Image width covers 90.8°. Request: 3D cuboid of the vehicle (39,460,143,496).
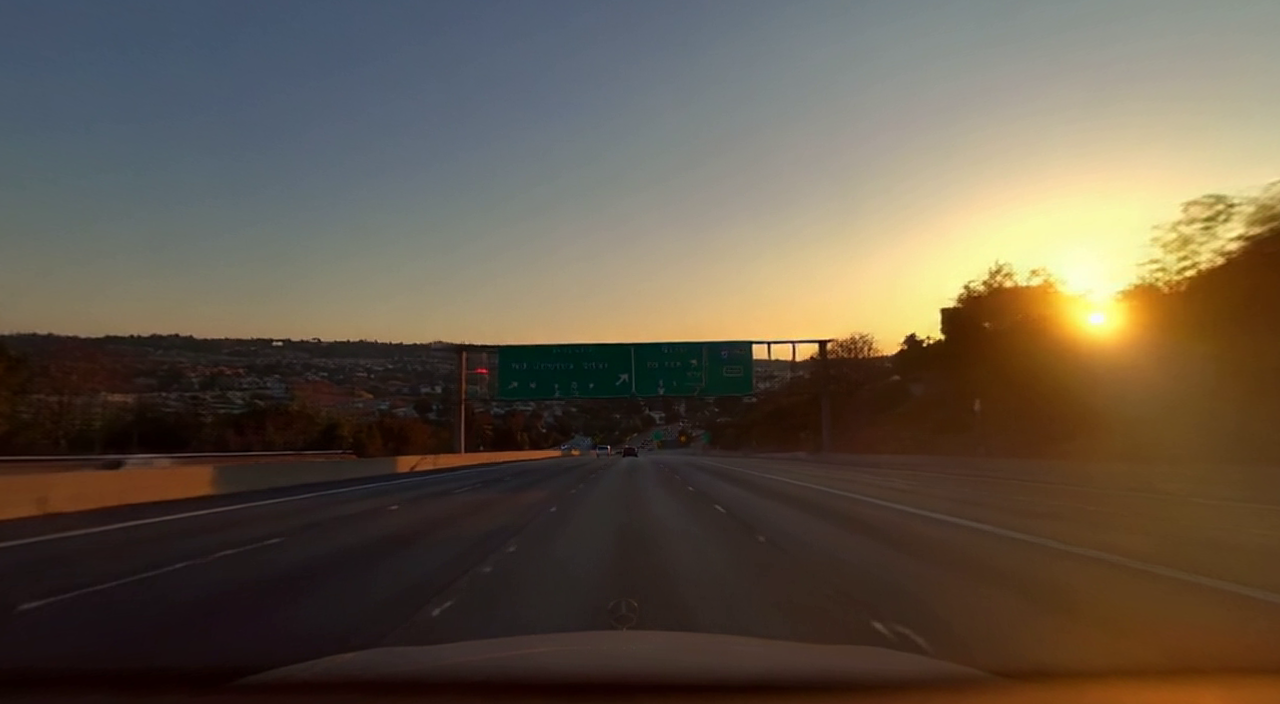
[{"bbox_3d":[-25.690,5.871,29.719,1.571,1.457,3.707,0,-8,0],"label":"vehicle"}]
